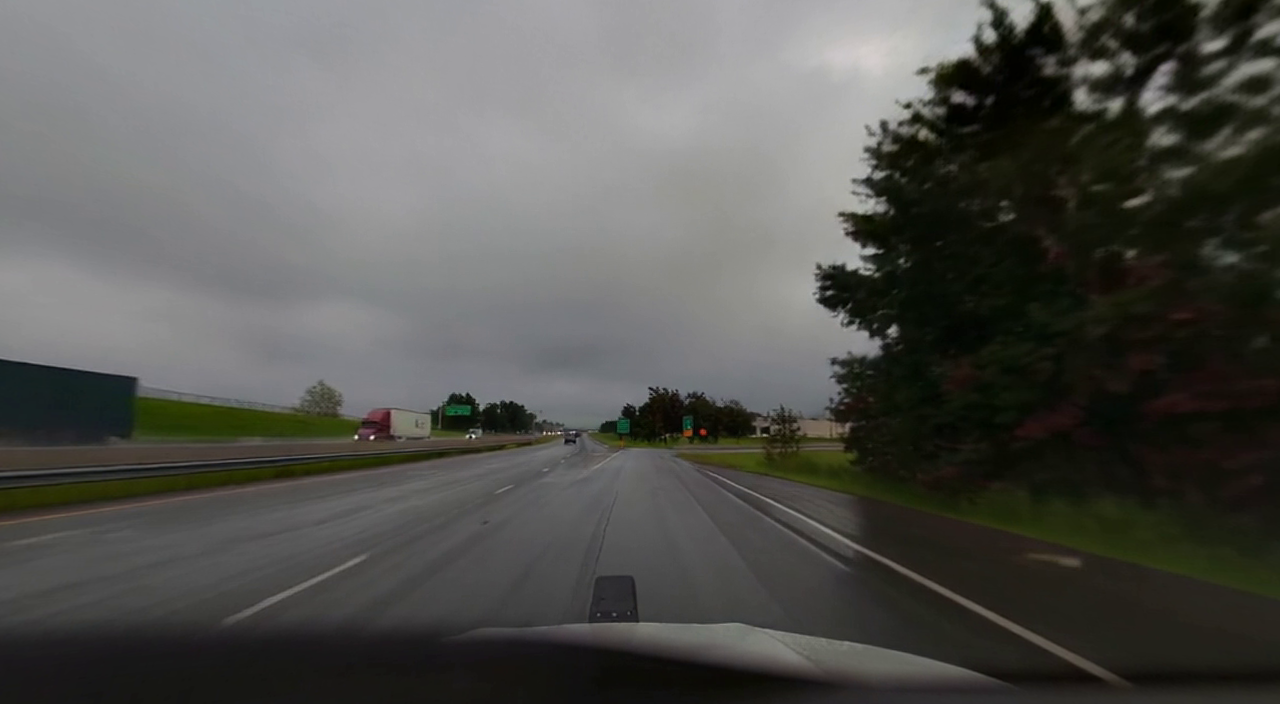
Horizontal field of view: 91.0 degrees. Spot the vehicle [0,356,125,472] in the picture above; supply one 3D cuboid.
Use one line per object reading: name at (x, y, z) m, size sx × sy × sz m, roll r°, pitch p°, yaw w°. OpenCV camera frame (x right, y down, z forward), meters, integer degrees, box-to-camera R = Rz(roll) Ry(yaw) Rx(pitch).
vehicle at (-23.659, 1.907, 20.079) m, size 2.832 × 3.989 × 14.520 m, roll 0°, pitch -8°, yaw -3°
